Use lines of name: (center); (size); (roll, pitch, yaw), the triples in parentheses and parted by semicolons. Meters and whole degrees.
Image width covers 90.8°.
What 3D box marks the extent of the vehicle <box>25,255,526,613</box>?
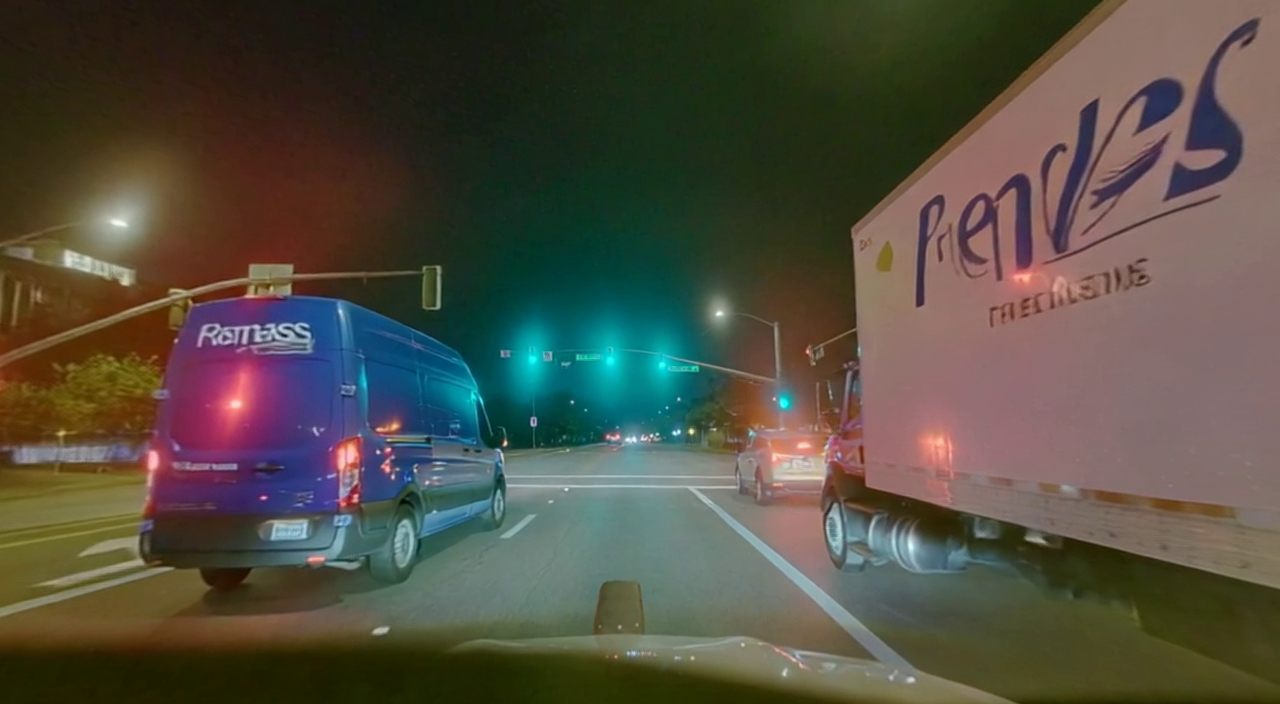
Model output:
vehicle: (-3.384, 1.079, 8.191); (2.443, 2.784, 6.493); (0, -9, 1)

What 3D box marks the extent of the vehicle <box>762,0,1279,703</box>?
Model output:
vehicle: (3.156, -0.095, 3.549); (2.861, 3.525, 9.858); (0, -9, -1)
